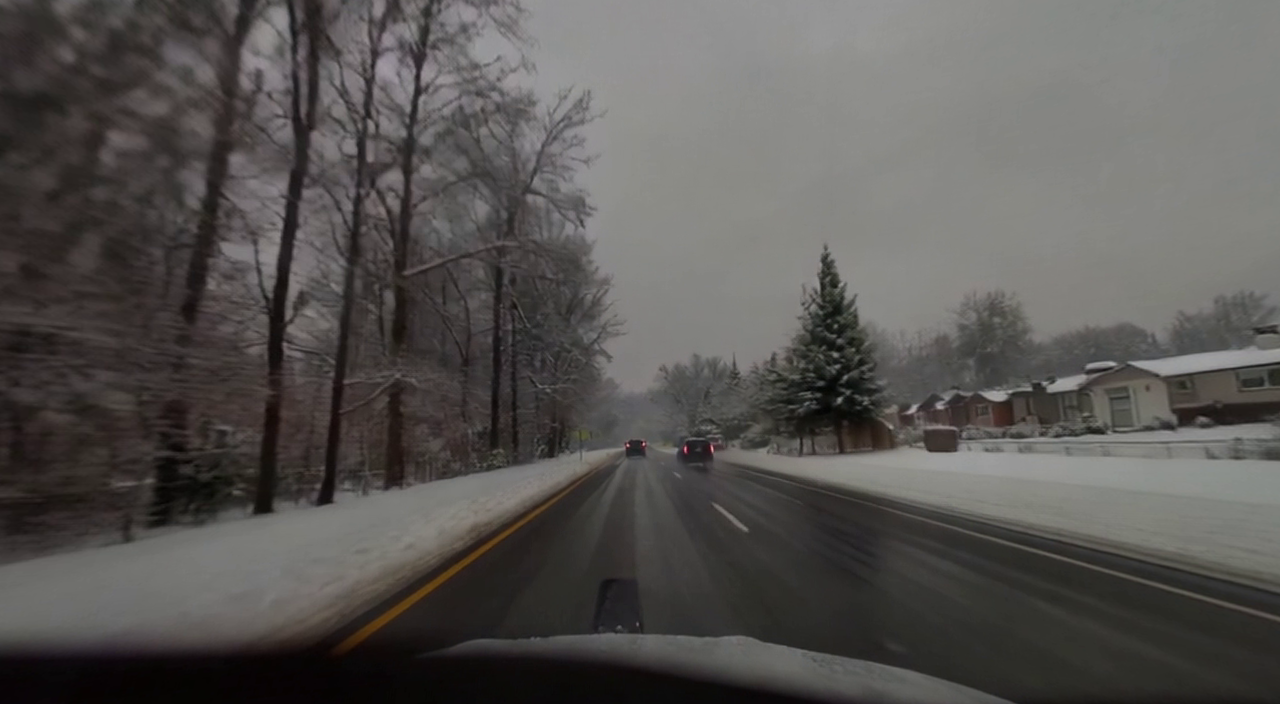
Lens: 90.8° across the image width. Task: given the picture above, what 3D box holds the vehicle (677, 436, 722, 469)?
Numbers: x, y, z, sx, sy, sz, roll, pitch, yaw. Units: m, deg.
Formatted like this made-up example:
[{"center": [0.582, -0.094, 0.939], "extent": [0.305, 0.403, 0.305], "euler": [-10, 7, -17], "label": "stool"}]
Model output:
[{"center": [3.121, 5.365, 33.944], "extent": [1.888, 1.640, 4.044], "euler": [0, -8, -2], "label": "vehicle"}]
